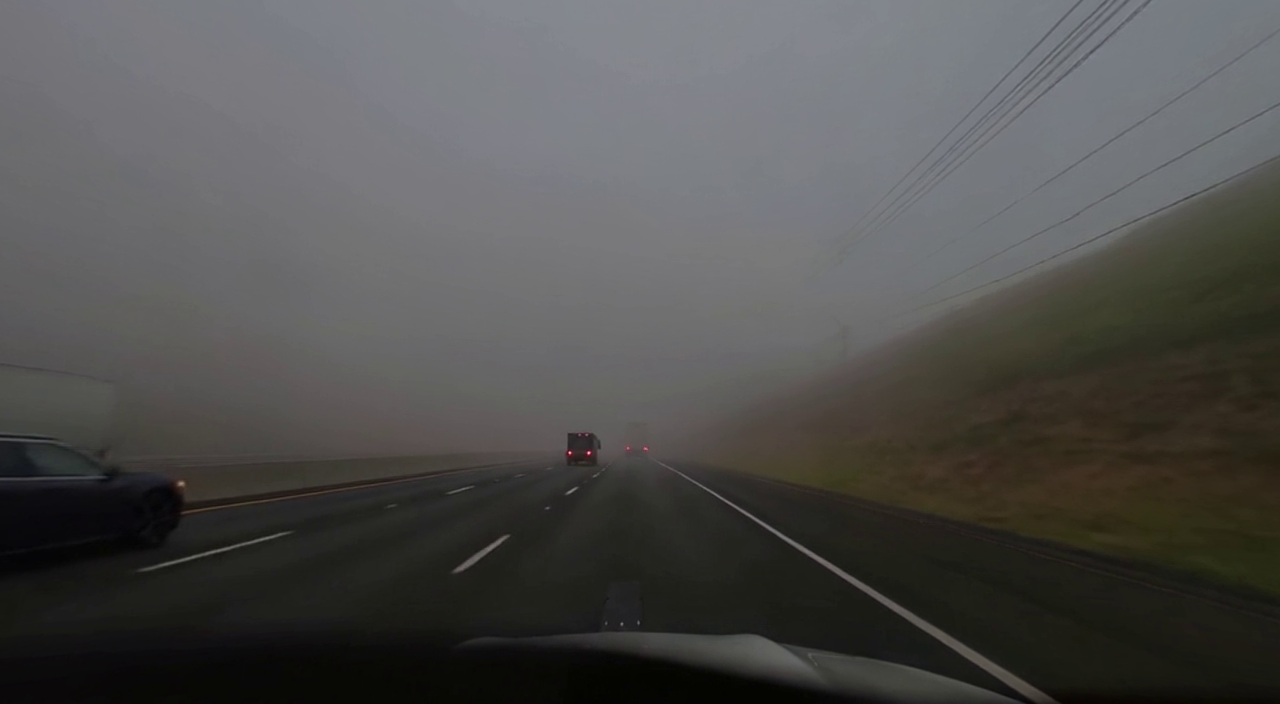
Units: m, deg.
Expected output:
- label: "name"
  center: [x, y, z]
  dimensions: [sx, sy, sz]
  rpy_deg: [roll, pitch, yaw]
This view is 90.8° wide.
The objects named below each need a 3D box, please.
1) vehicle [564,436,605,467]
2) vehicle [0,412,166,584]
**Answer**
- label: "vehicle"
  center: [-3.646, 6.664, 42.221]
  dimensions: [2.207, 1.949, 4.911]
  rpy_deg: [0, -9, 1]
- label: "vehicle"
  center: [-6.908, 1.288, 5.421]
  dimensions: [2.066, 1.558, 4.607]
  rpy_deg: [0, -9, 0]
